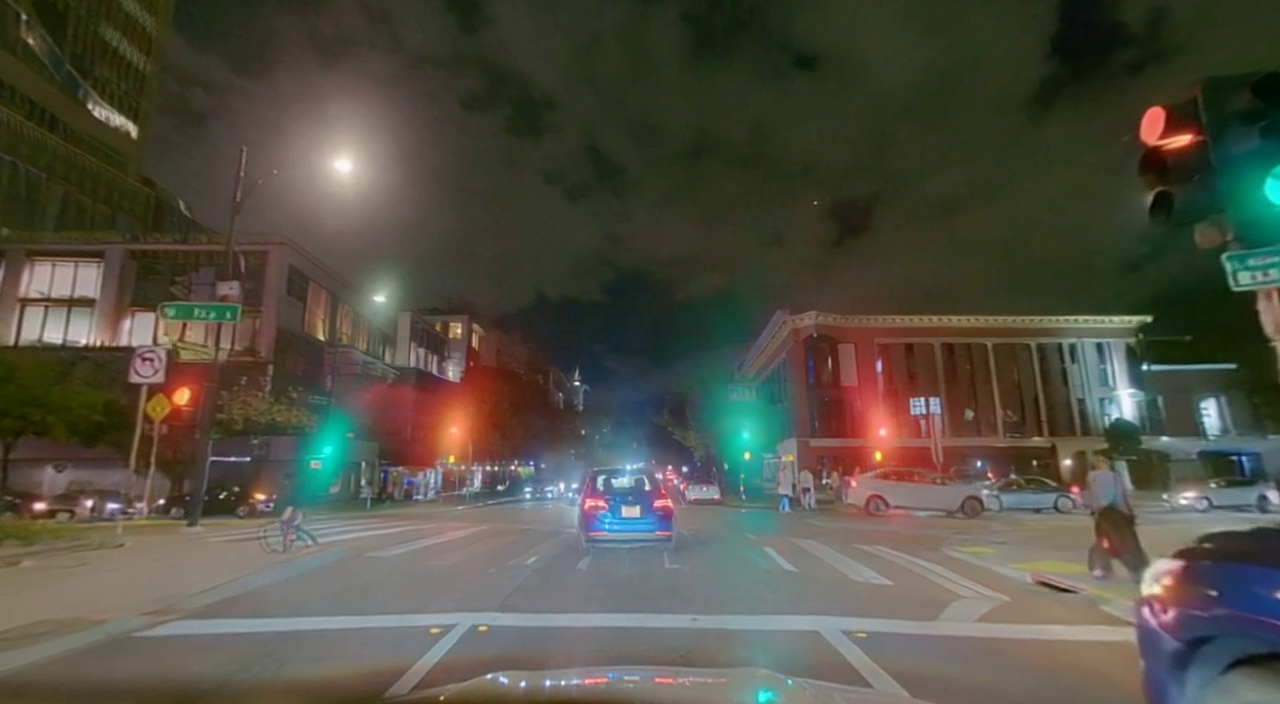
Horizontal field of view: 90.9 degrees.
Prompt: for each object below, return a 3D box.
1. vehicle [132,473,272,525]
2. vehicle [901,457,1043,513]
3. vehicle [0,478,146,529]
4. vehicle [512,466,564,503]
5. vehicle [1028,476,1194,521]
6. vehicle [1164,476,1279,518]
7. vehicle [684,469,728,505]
[{"bbox_3d":[-19.472,6.538,28.174,4.750,2.083,2.002,-1,-9,3],"label":"vehicle"},{"bbox_3d":[14.720,5.886,28.207,4.974,2.266,2.324,0,-8,-1],"label":"vehicle"},{"bbox_3d":[-25.329,6.734,28.215,4.588,2.048,2.110,-1,-8,1],"label":"vehicle"},{"bbox_3d":[-5.972,7.802,37.368,2.226,1.896,4.438,-1,-8,1],"label":"vehicle"},{"bbox_3d":[20.812,6.496,28.091,5.345,1.747,2.410,-1,-8,2],"label":"vehicle"},{"bbox_3d":[26.407,6.346,27.697,4.734,1.605,2.186,-1,-8,1],"label":"vehicle"},{"bbox_3d":[3.833,7.881,37.063,1.908,1.741,4.066,0,-8,-3],"label":"vehicle"}]
